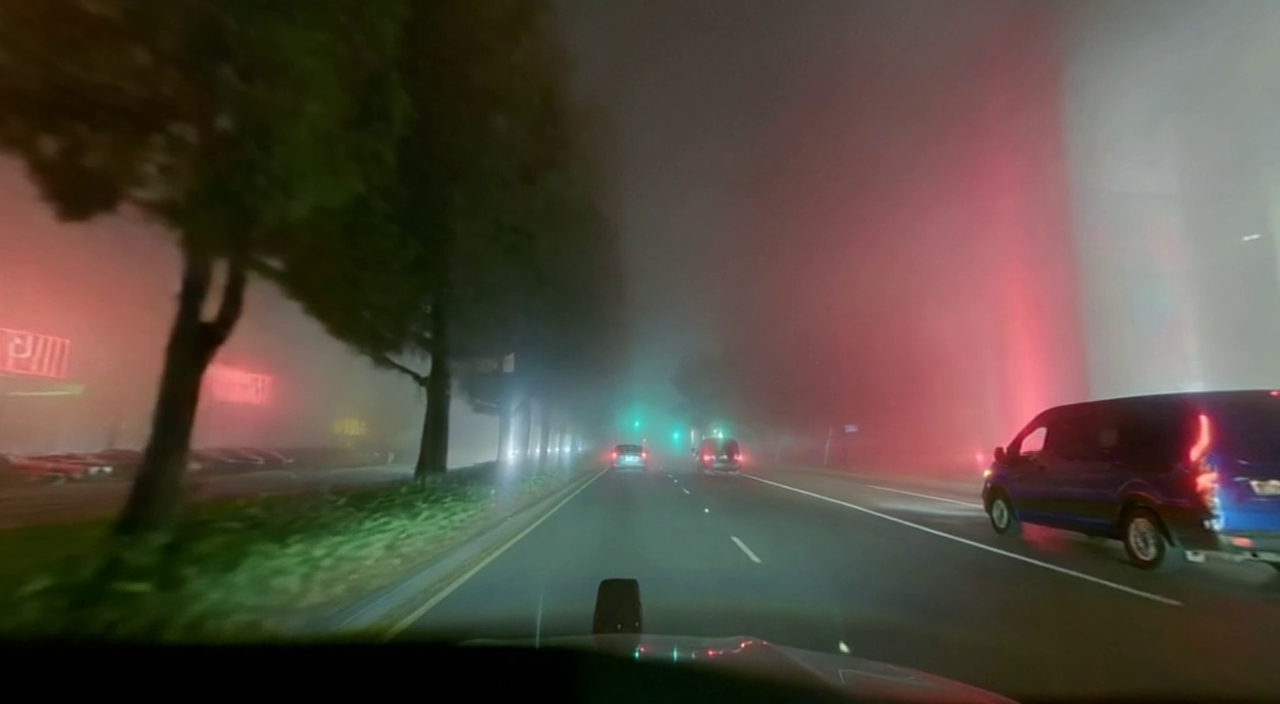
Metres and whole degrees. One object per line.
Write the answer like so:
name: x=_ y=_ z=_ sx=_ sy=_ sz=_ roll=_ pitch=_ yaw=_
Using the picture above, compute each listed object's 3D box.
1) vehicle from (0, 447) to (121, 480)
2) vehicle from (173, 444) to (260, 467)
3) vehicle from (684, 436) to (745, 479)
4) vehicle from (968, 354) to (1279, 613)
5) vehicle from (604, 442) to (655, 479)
vehicle: x=-28.976 y=5.531 z=31.721 sx=1.877 sy=1.455 sz=4.629 roll=-1 pitch=-8 yaw=0
vehicle: x=-29.920 y=7.350 z=44.714 sx=4.761 sy=1.522 sz=1.968 roll=-2 pitch=-10 yaw=4
vehicle: x=3.113 y=4.534 z=27.401 sx=2.047 sy=1.711 sz=4.265 roll=0 pitch=-8 yaw=-1
vehicle: x=6.576 y=1.386 z=7.247 sx=2.573 sy=2.127 sz=5.568 roll=0 pitch=-8 yaw=0
vehicle: x=-0.449 y=4.714 z=27.715 sx=2.095 sy=1.456 sz=3.873 roll=0 pitch=-8 yaw=-1
